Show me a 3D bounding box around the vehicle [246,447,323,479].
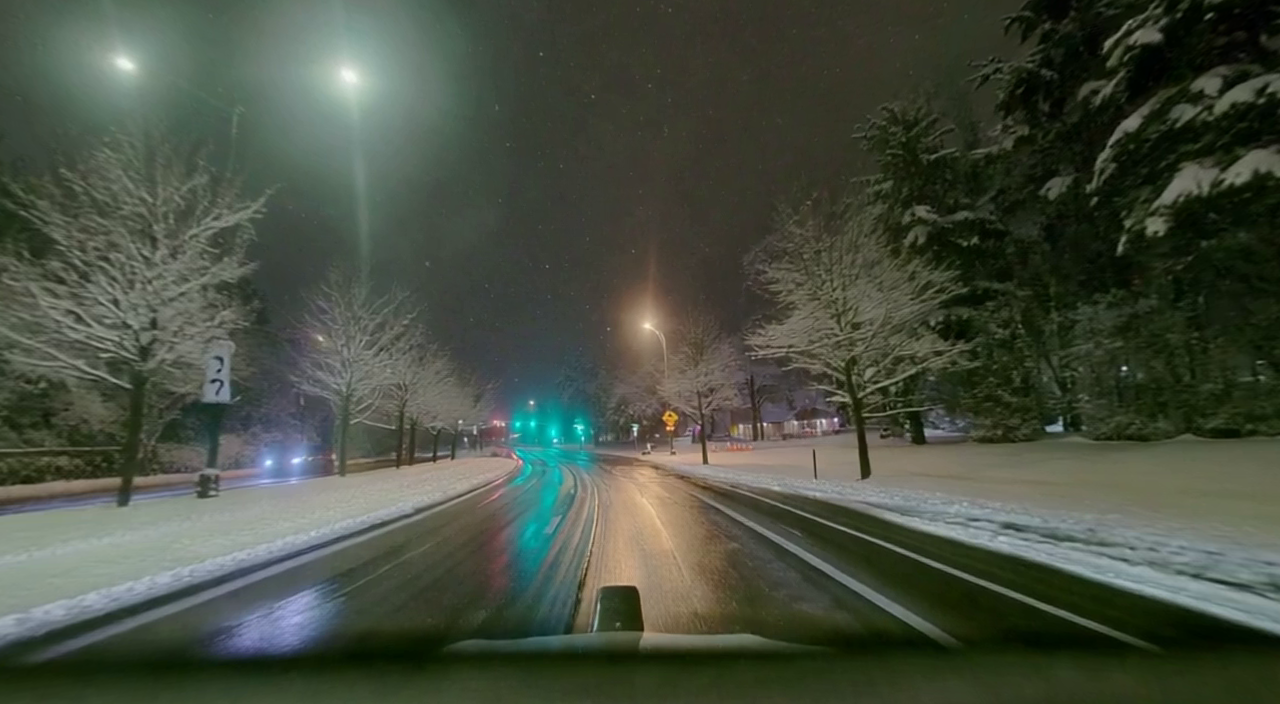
[{"bbox_3d":[-21.434,6.662,38.395,2.045,1.797,5.228,1,-8,-6],"label":"vehicle"}]
